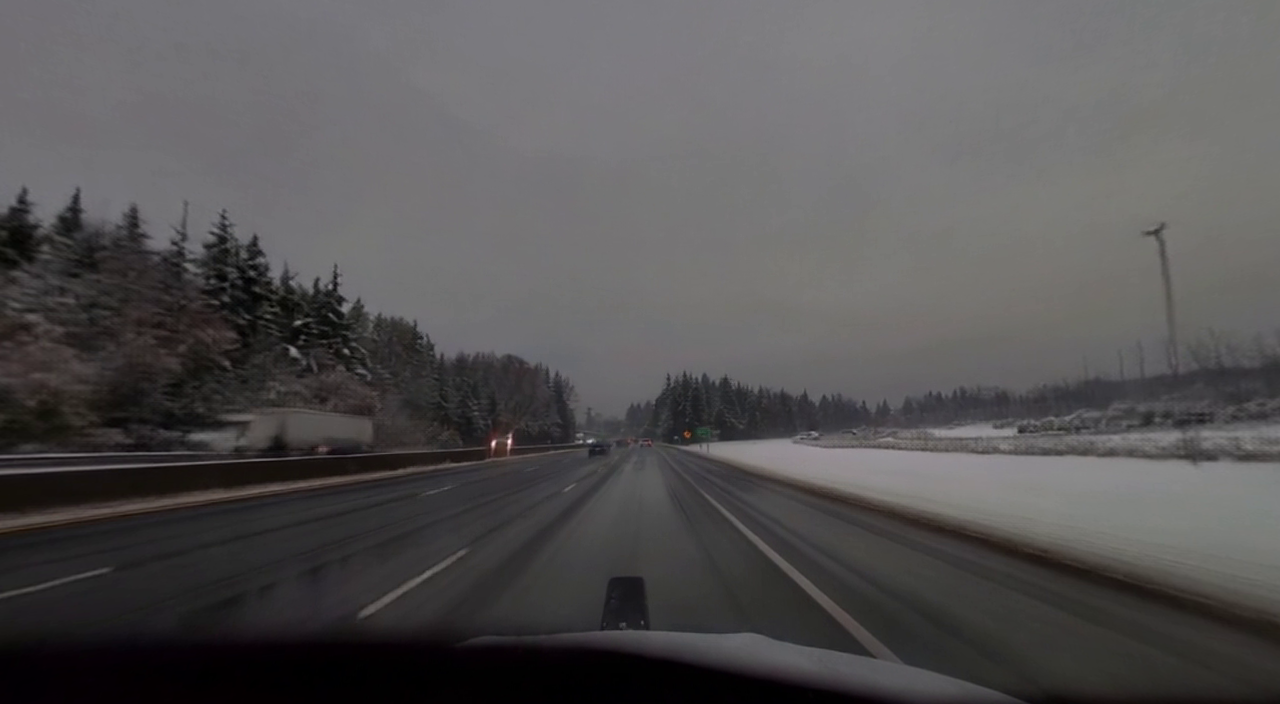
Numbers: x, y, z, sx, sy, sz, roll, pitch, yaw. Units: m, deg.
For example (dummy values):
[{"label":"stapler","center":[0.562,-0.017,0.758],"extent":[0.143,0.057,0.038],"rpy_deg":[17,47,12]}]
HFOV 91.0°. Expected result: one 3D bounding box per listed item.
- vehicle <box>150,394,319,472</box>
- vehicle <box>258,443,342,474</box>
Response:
[{"label":"vehicle","center":[-23.021,4.786,36.741],"extent":[2.976,3.894,9.880],"rpy_deg":[0,-8,1]},{"label":"vehicle","center":[-18.240,5.708,34.000],"extent":[1.878,1.520,4.582],"rpy_deg":[0,-8,2]}]
